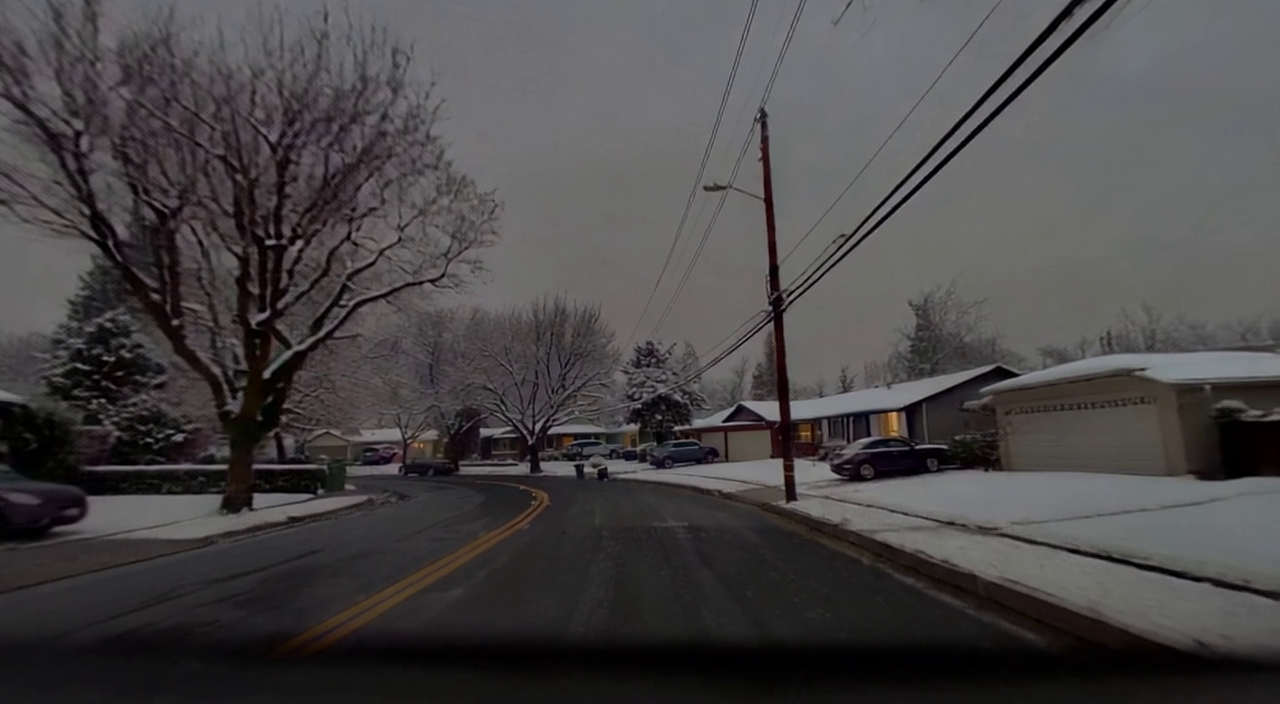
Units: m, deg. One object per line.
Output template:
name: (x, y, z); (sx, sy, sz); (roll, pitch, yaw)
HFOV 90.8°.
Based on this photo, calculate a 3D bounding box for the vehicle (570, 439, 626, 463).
vehicle: (-3.229, 7.719, 49.332); (2.043, 1.819, 4.476); (-6, -10, 33)

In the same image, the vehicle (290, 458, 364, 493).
vehicle: (-17.254, 6.749, 34.806); (3.897, 1.493, 1.942); (-3, -6, 34)

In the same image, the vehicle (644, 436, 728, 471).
vehicle: (2.717, 5.912, 36.955); (4.459, 1.738, 1.930); (1, -8, -28)

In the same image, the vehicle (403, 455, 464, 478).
vehicle: (-14.674, 8.089, 44.785); (4.019, 1.484, 1.978); (-6, -10, 33)
